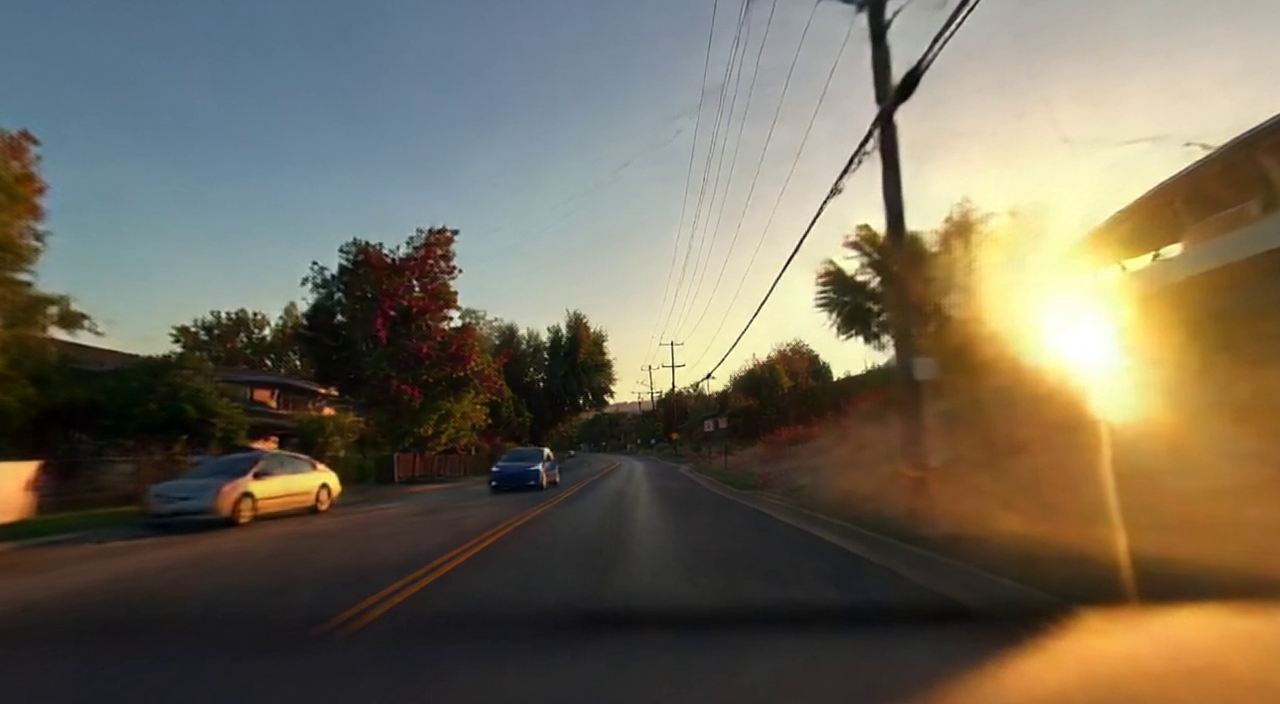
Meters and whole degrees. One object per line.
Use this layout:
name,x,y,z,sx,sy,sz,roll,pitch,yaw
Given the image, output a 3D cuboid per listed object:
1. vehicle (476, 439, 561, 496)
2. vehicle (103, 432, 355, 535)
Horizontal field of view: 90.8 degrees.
vehicle,-4.038,3.909,21.840,2.109,1.738,4.405,0,-8,-1
vehicle,-7.690,2.571,12.533,1.940,1.514,4.544,-4,-11,0
